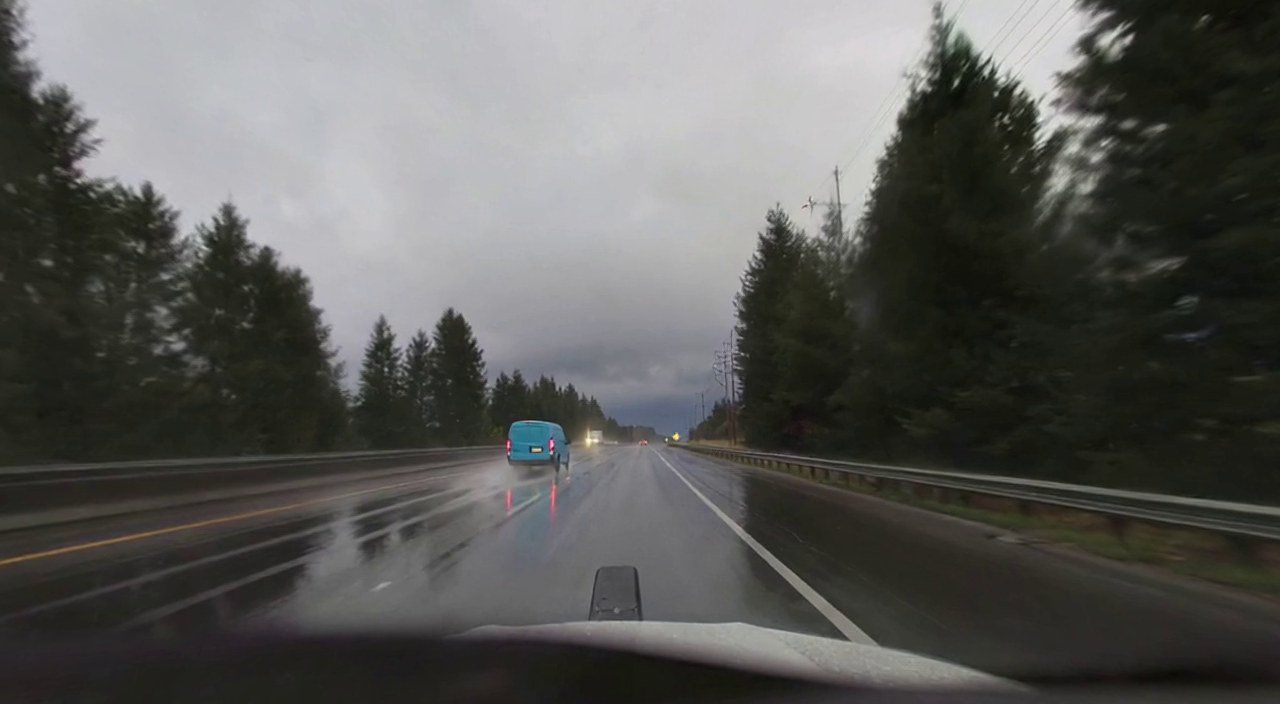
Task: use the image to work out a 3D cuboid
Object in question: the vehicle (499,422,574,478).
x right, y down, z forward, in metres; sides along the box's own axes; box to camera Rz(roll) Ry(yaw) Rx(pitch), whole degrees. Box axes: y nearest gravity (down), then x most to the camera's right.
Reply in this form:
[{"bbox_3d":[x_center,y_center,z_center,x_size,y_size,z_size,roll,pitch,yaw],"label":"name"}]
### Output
[{"bbox_3d":[-3.749,3.647,23.638,2.041,1.856,4.353,0,-8,0],"label":"vehicle"}]
